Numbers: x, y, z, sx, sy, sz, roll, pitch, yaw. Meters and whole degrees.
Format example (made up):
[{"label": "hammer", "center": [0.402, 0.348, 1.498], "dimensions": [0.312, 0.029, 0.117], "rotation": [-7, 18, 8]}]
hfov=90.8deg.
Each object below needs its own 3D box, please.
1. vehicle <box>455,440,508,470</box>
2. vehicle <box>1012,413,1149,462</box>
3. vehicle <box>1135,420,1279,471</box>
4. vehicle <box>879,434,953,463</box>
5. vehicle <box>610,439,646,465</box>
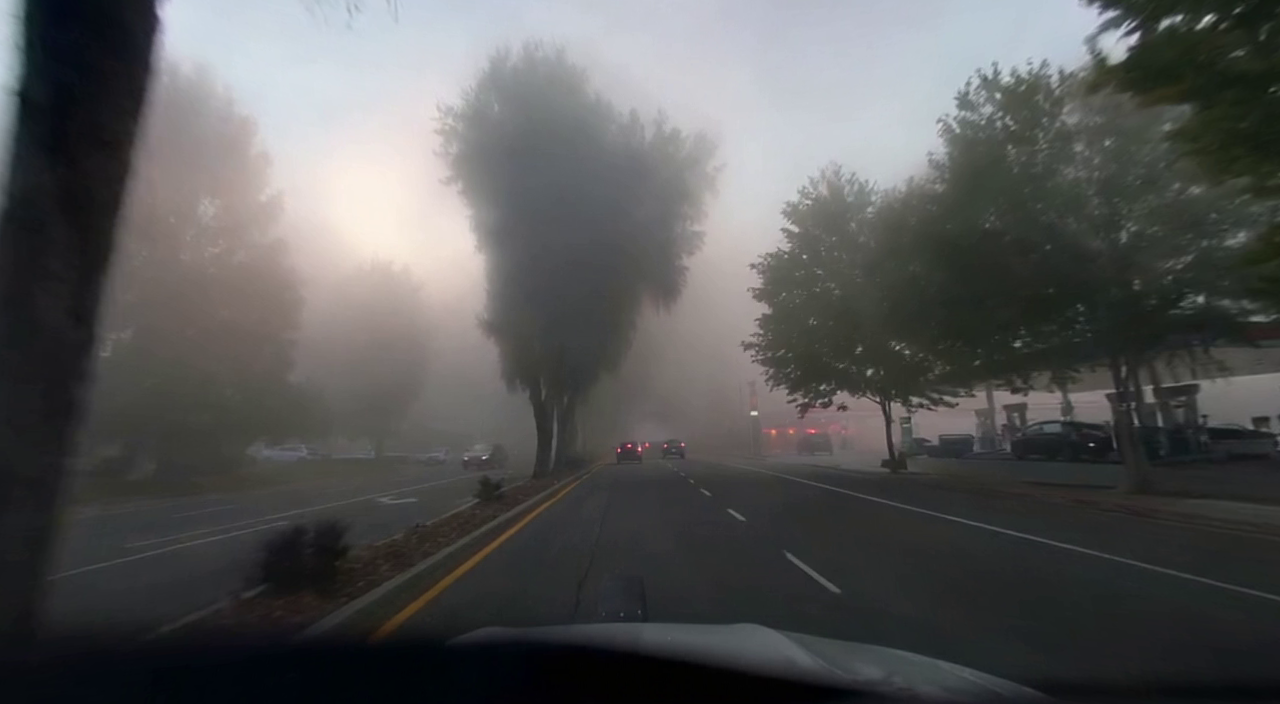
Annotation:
[{"label": "vehicle", "center": [-9.361, 6.130, 37.669], "dimensions": [2.121, 1.677, 4.324], "rotation": [0, -9, -1]}, {"label": "vehicle", "center": [19.573, 3.878, 28.478], "dimensions": [2.266, 1.973, 5.443], "rotation": [0, -9, 1]}, {"label": "vehicle", "center": [19.474, 3.110, 21.404], "dimensions": [1.859, 1.493, 4.332], "rotation": [-2, -7, 0]}, {"label": "vehicle", "center": [15.033, 5.286, 34.709], "dimensions": [2.001, 1.479, 4.696], "rotation": [0, -9, 1]}, {"label": "vehicle", "center": [-0.724, 6.106, 38.596], "dimensions": [2.052, 1.488, 3.779], "rotation": [0, -9, -1]}]
